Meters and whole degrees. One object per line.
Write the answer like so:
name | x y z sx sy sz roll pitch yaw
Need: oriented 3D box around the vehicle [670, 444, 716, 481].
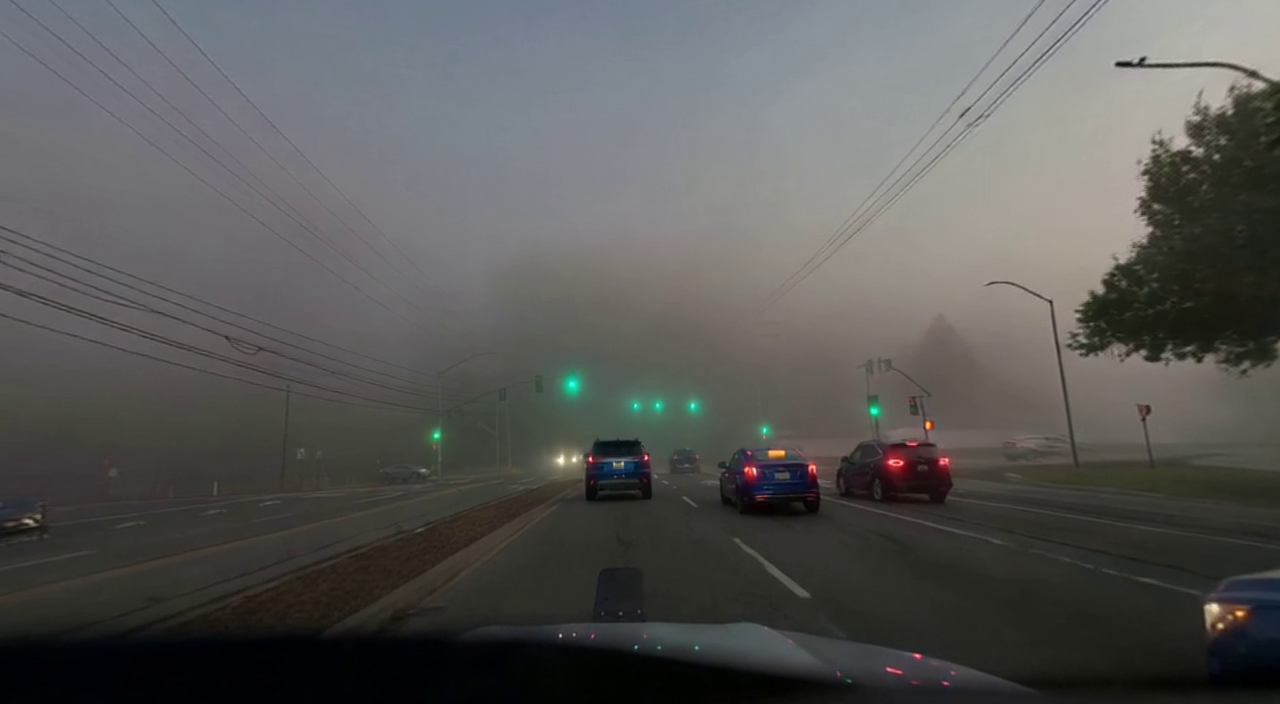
vehicle | 2.684 5.734 33.164 1.915 1.765 4.047 0 -8 -2

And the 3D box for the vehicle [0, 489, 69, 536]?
vehicle | -26.969 6.930 27.070 4.526 1.715 1.989 -10 -12 25

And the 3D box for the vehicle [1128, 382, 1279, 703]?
vehicle | 3.235 0.637 0.679 1.889 1.517 4.308 0 -8 -1

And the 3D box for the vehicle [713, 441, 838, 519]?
vehicle | 3.059 2.963 15.277 1.880 1.579 4.401 0 -8 -2

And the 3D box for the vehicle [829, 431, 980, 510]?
vehicle | 6.648 3.010 16.504 1.929 1.753 4.396 0 -8 -1

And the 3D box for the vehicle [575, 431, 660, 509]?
vehicle | -0.661 3.428 18.837 2.231 1.998 4.254 0 -8 -2
